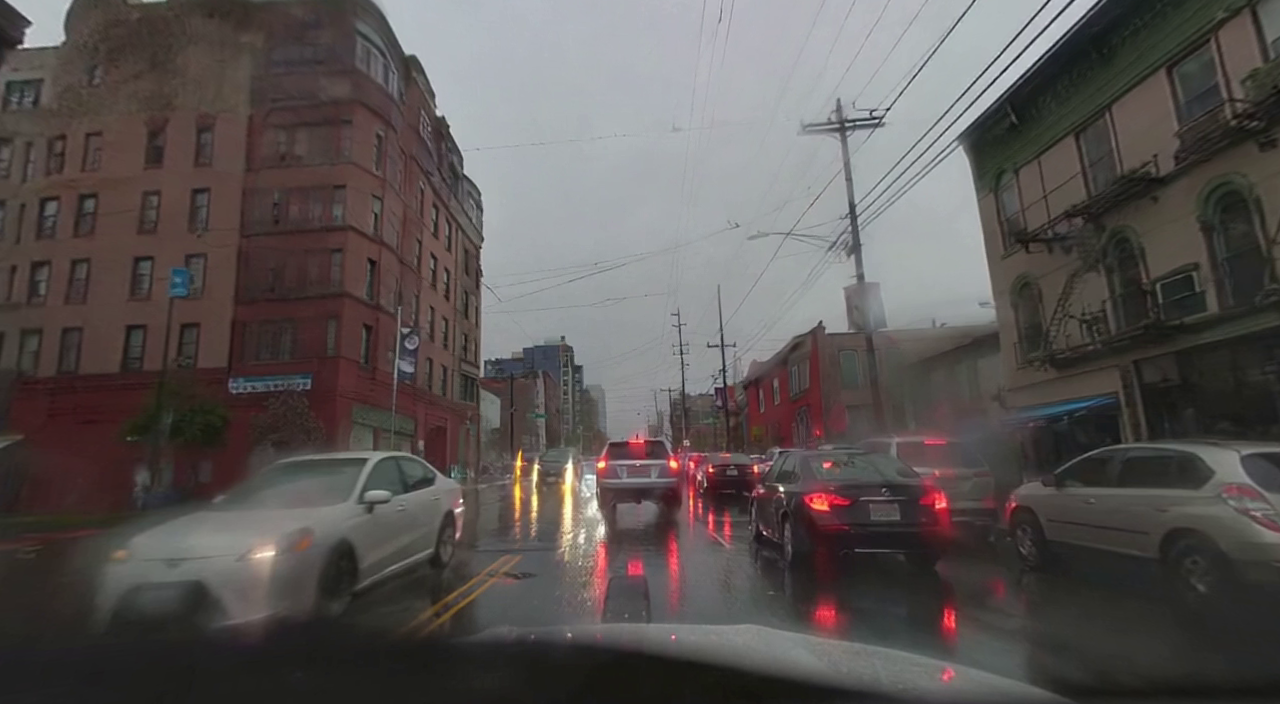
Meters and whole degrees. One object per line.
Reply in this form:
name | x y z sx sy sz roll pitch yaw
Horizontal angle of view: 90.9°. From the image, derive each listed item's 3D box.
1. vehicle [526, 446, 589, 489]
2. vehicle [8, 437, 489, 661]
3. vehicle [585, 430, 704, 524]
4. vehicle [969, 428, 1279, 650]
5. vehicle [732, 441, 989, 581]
vehicle | -3.535 5.041 27.858 2.112 1.705 4.365 0 -8 1
vehicle | -3.207 1.671 6.553 2.087 1.493 4.402 0 -8 1
vehicle | 0.047 2.646 13.916 2.232 1.736 4.036 0 -8 -1
vehicle | 5.530 1.626 6.391 1.931 1.585 4.387 0 -9 -1
vehicle | 2.677 2.028 9.001 2.029 1.460 4.451 0 -8 0
